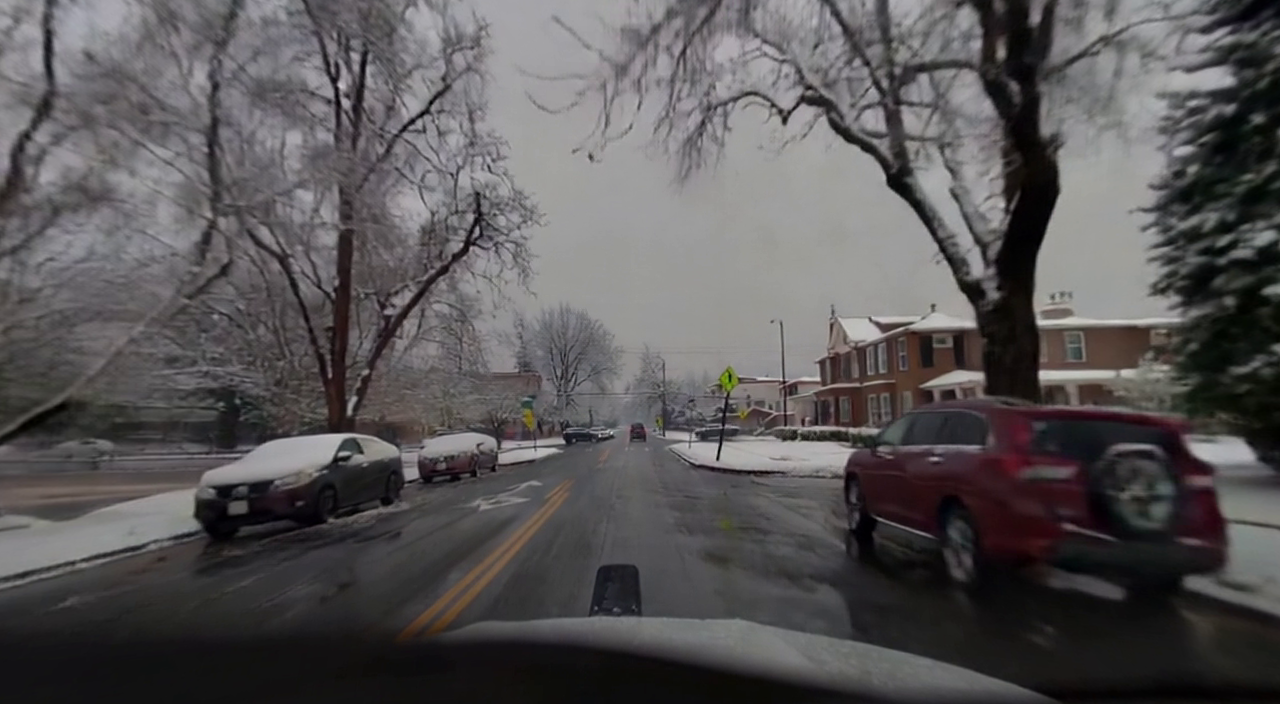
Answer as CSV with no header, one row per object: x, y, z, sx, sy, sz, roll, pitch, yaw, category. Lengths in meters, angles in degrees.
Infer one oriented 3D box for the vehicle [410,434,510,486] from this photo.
-5.511,3.352,19.885,1.919,1.464,4.155,0,-8,0,vehicle

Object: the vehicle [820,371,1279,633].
3.442,1.259,6.362,1.997,1.663,4.544,-1,-8,2,vehicle

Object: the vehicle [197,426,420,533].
-5.478,2.109,11.054,1.842,1.540,3.704,0,-8,0,vehicle
